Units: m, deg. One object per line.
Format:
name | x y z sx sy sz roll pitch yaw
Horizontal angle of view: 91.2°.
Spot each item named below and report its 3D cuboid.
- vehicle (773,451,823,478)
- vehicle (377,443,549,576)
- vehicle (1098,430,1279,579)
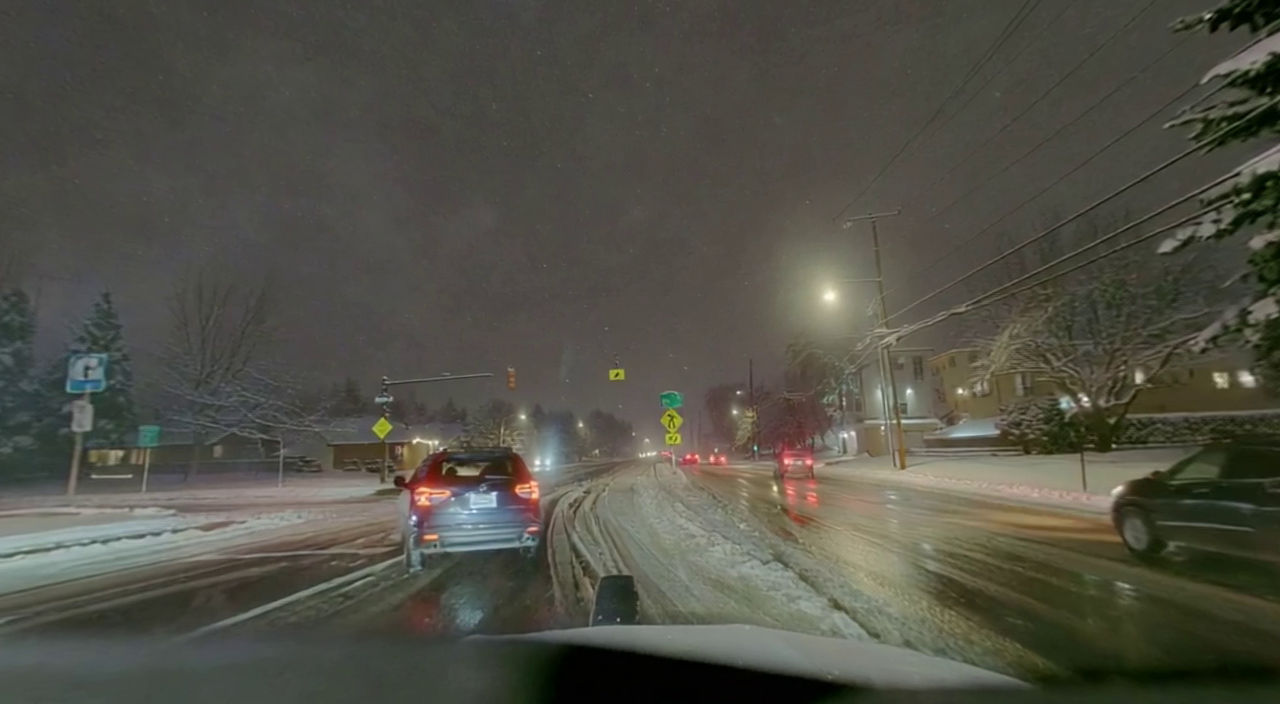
vehicle | 9.234 6.592 37.004 1.931 1.475 4.092 -1 -9 1
vehicle | -2.767 2.180 9.486 2.014 1.525 3.670 3 -9 -20
vehicle | 7.901 1.708 7.247 2.007 1.586 4.210 -1 -9 0
